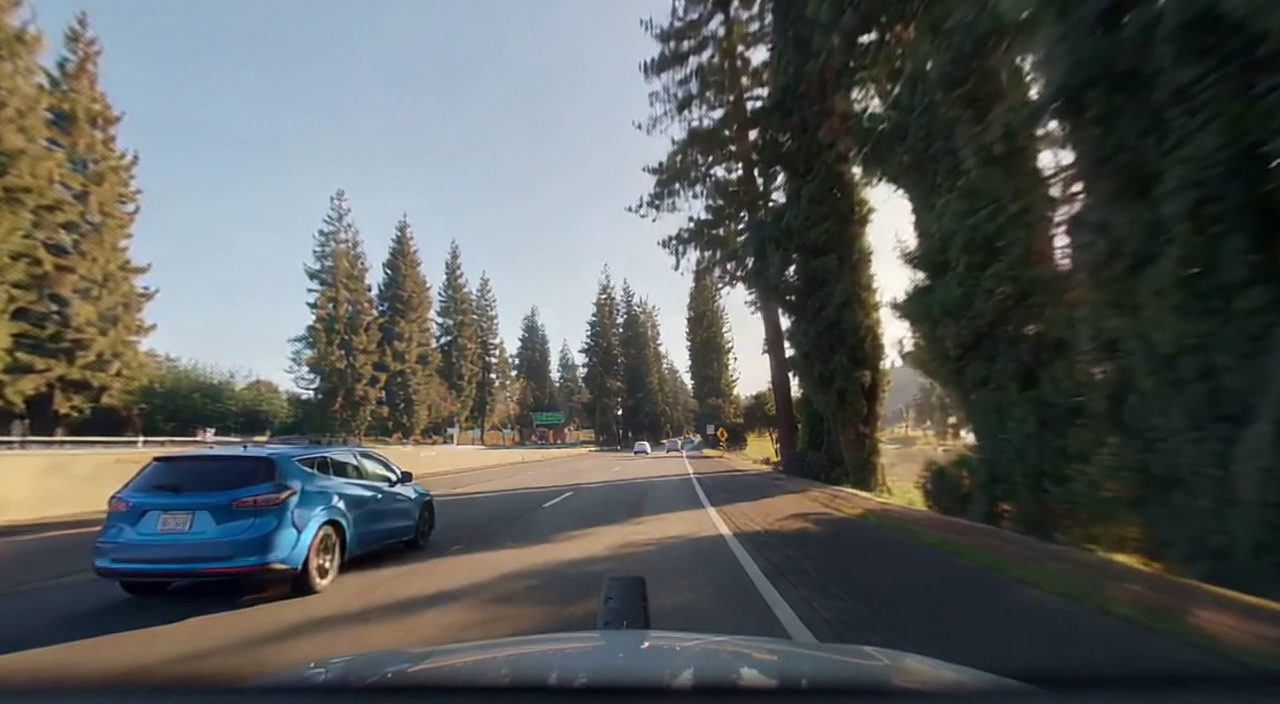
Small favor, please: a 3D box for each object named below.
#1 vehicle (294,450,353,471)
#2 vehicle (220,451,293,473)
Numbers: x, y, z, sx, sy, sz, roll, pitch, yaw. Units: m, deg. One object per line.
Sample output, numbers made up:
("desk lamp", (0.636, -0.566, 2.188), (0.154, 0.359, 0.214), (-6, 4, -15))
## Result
("vehicle", (-23.953, 8.221, 47.875), (1.883, 1.426, 3.958), (-1, -8, 10))
("vehicle", (-27.752, 7.940, 45.845), (1.964, 1.444, 4.565), (-1, -8, 10))
